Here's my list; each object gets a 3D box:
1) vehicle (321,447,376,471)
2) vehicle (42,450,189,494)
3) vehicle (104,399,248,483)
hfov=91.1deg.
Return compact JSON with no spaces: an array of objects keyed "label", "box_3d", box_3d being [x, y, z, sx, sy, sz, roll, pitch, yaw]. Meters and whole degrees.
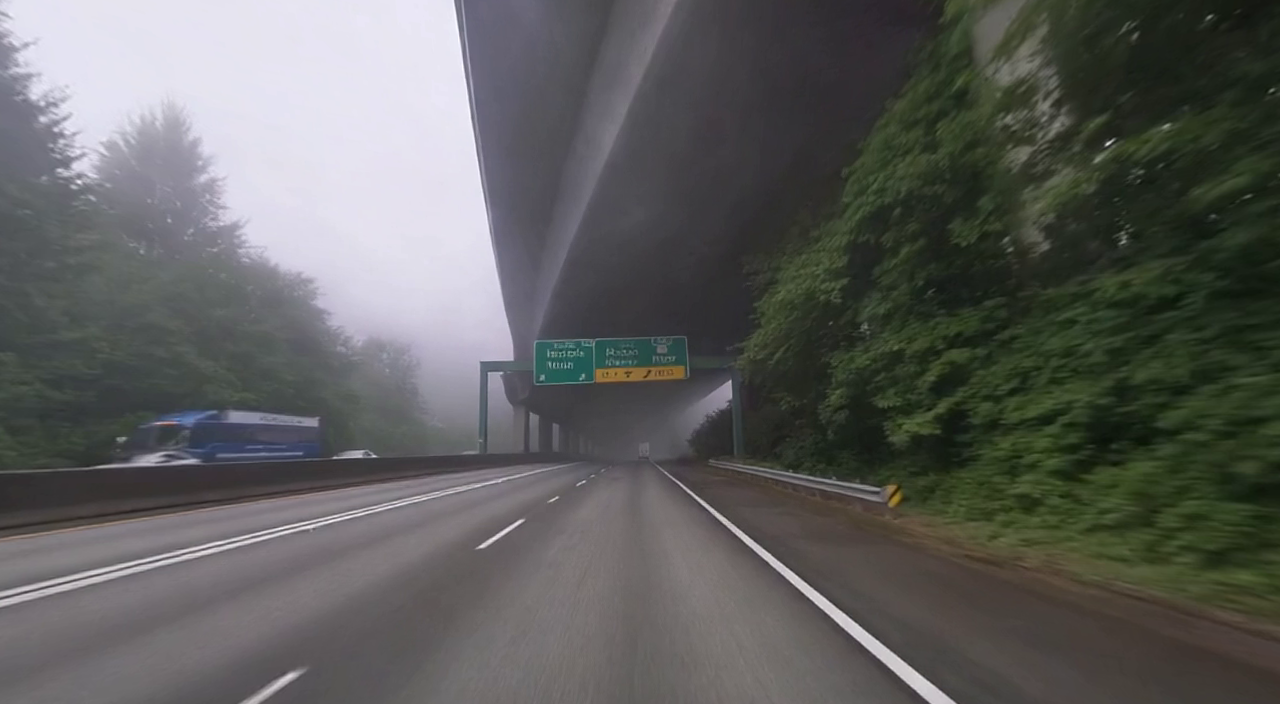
[{"label":"vehicle","box_3d":[-20.291,7.457,43.987,1.872,1.573,4.165,0,-9,0]},{"label":"vehicle","box_3d":[-20.208,4.604,24.540,1.815,1.487,4.560,0,-9,0]},{"label":"vehicle","box_3d":[-24.286,4.766,33.383,2.911,4.004,5.906,-1,-9,0]}]
